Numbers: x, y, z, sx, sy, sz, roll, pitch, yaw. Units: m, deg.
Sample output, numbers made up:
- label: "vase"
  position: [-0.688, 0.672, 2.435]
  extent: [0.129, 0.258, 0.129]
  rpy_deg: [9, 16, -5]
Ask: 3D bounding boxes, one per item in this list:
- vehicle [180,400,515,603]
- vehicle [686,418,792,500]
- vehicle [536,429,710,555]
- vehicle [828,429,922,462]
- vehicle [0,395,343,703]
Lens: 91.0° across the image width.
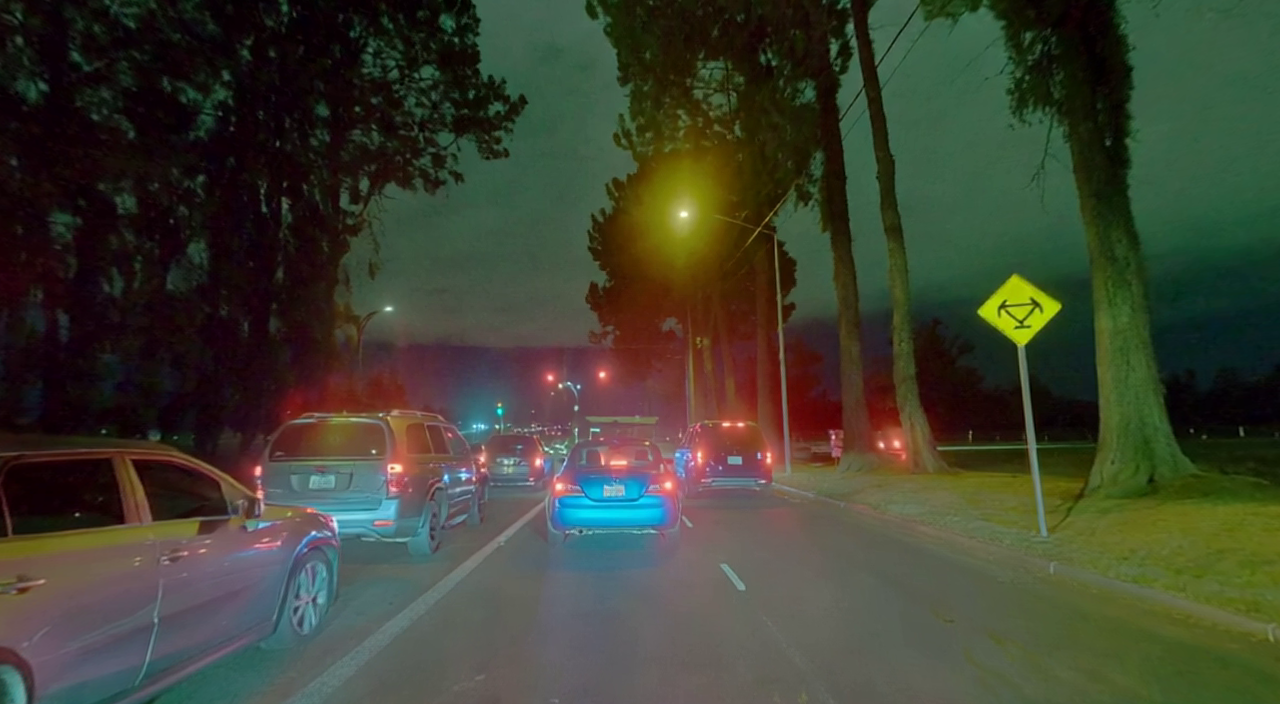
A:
- label: "vehicle"
  position: [-2.894, 1.570, 7.453]
  extent: [1.964, 1.712, 4.097]
  rpy_deg: [0, -8, 0]
- label: "vehicle"
  position: [2.452, 2.808, 16.873]
  extent: [2.059, 1.864, 4.541]
  rpy_deg: [0, -8, -1]
- label: "vehicle"
  position: [-0.252, 1.922, 9.352]
  extent: [2.025, 1.453, 3.848]
  rpy_deg: [0, -8, -2]
- label: "vehicle"
  position: [11.388, 4.558, 30.699]
  extent: [3.883, 1.534, 1.779]
  rpy_deg: [0, -8, 2]
- label: "vehicle"
  position: [-2.920, 0.839, 1.618]
  extent: [1.974, 1.484, 4.716]
  rpy_deg: [0, -8, 1]
